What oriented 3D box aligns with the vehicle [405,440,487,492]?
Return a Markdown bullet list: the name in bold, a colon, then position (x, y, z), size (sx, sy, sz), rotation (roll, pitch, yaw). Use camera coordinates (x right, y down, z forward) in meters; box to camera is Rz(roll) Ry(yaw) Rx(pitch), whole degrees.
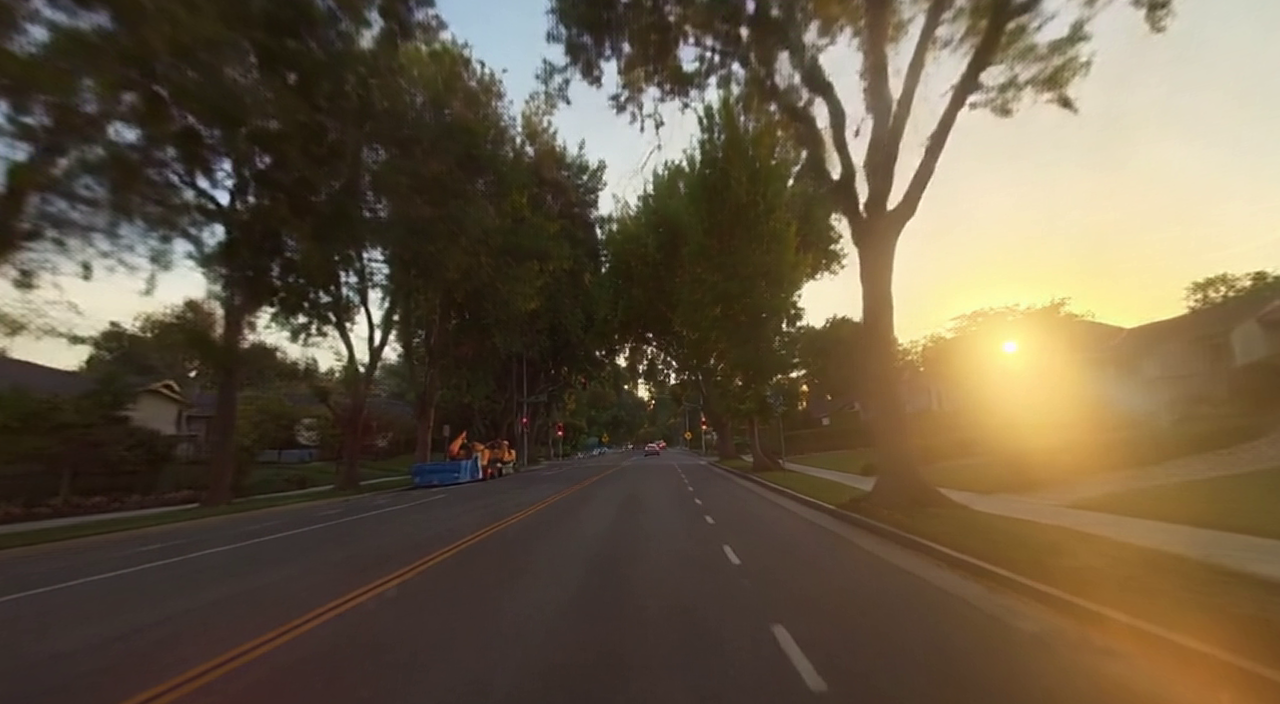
- **vehicle**: position (-8.312, 4.874, 27.449), size (1.998, 1.814, 4.559), rotation (-4, -7, 1)
